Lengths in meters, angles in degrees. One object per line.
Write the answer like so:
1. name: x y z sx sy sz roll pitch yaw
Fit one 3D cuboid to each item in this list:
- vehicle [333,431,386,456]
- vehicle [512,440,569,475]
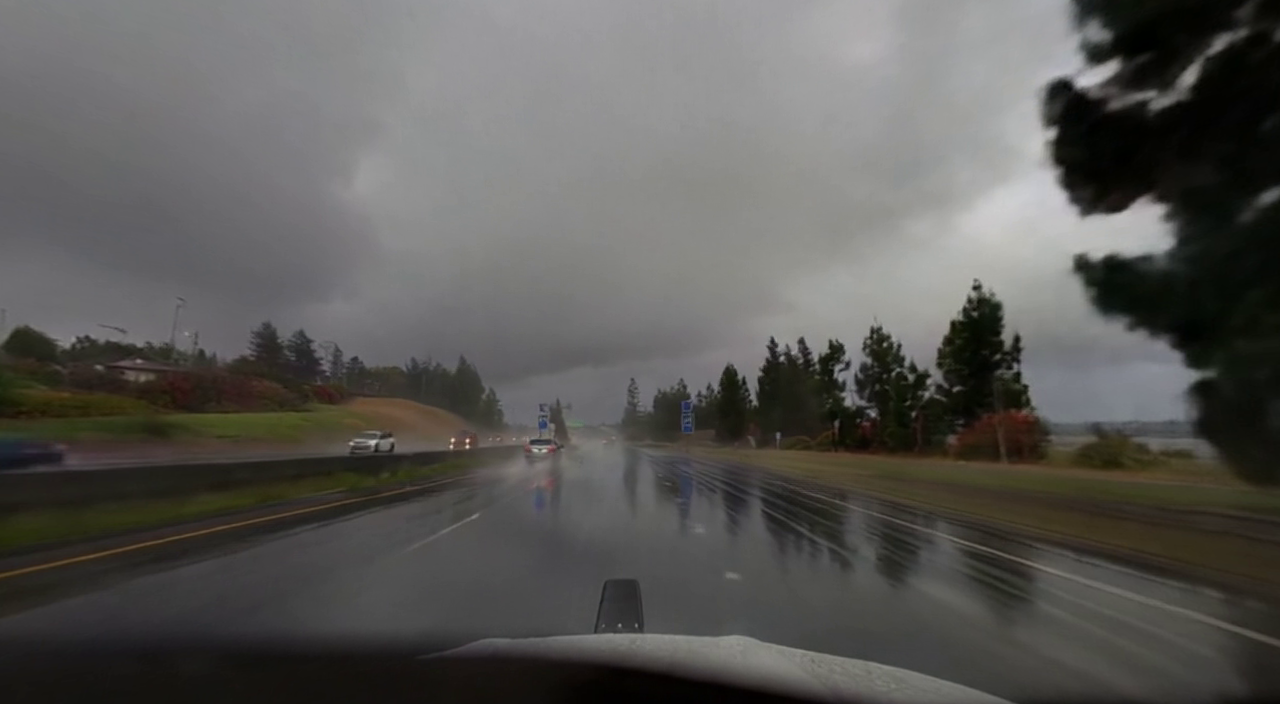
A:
1. vehicle: -20.682 6.756 46.702 1.923 1.691 4.650 0 -8 -1
2. vehicle: -4.145 4.431 26.795 1.874 1.369 3.875 0 -8 -1
